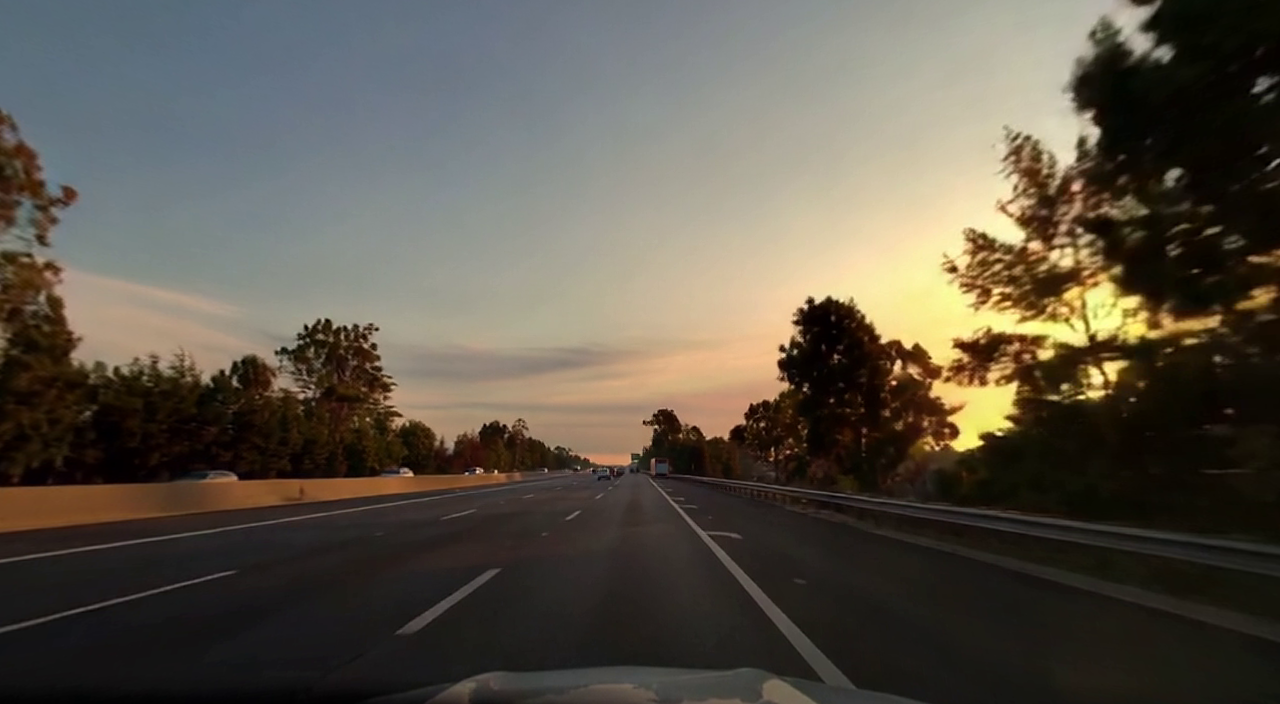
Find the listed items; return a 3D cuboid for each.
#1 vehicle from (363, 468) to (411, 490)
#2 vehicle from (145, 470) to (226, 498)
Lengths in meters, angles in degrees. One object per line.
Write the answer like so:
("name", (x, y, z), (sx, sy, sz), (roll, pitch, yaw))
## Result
("vehicle", (-19.009, 9.558, 47.571), (1.803, 1.508, 4.279), (1, -10, 0))
("vehicle", (-26.628, 7.730, 37.093), (1.774, 1.541, 3.989), (1, -10, 0))
